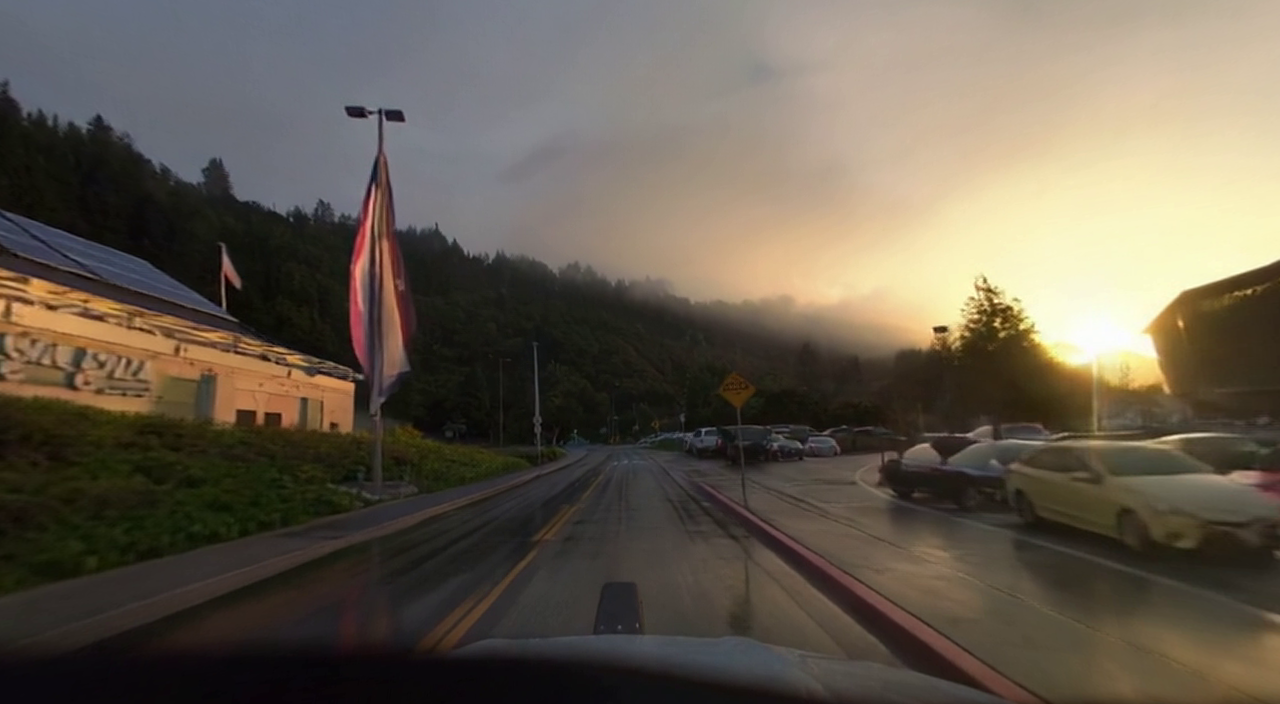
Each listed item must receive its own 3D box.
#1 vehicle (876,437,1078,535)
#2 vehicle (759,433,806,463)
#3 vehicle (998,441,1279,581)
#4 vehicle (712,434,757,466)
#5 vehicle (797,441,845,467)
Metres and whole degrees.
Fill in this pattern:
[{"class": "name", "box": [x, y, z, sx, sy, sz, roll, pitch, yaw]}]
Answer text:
[{"class": "vehicle", "box": [7.023, 2.760, 13.747, 1.961, 1.648, 4.260, -1, -7, -1]}, {"class": "vehicle", "box": [8.551, 5.829, 38.111, 1.924, 1.713, 4.627, -1, -9, 2]}, {"class": "vehicle", "box": [7.313, 2.042, 8.931, 1.909, 1.496, 4.079, 0, -9, -2]}, {"class": "vehicle", "box": [5.754, 6.051, 38.956, 1.977, 1.860, 4.237, 0, -9, -2]}, {"class": "vehicle", "box": [11.050, 6.264, 38.539, 1.819, 1.494, 3.834, 0, -9, 1]}]
